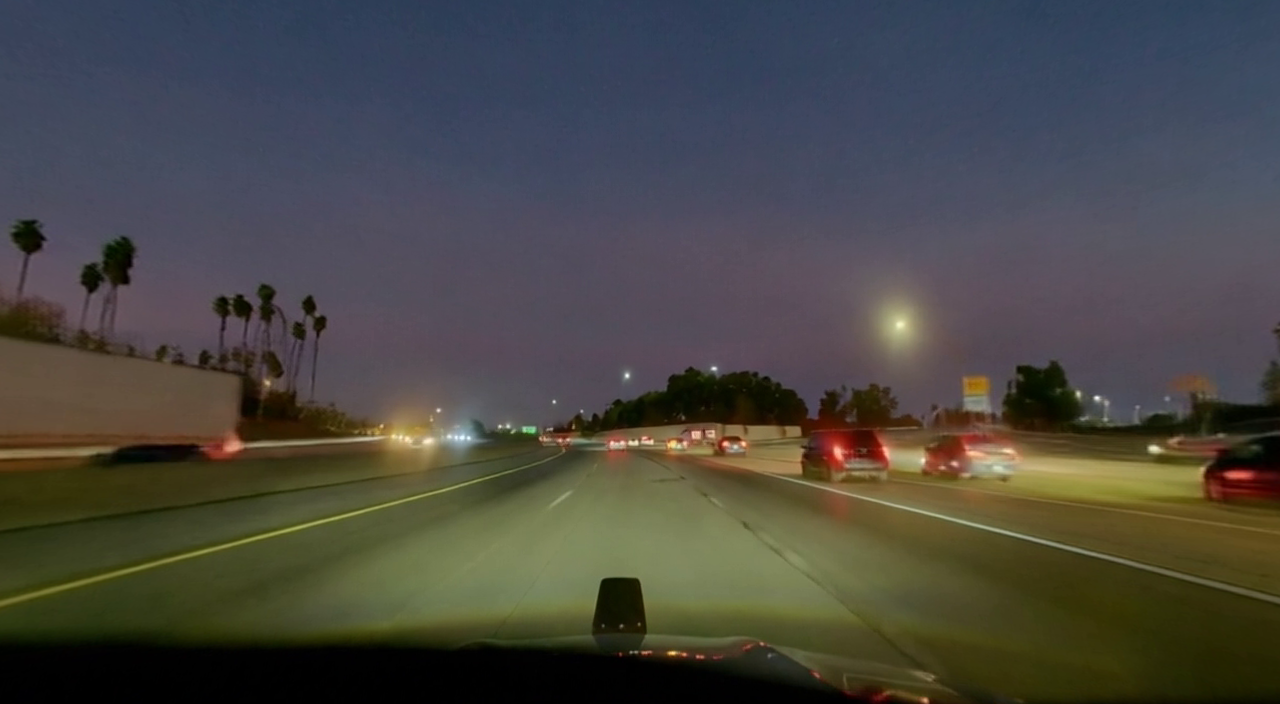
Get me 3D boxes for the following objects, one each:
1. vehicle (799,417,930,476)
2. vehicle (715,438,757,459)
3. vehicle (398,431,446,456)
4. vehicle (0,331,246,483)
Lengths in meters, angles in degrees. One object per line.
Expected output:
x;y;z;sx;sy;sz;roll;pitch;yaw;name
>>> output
8.479;3.692;24.811;2.622;1.977;6.537;0;-8;-1;vehicle
6.988;7.080;46.275;2.110;1.481;4.511;0;-8;-4;vehicle
-15.905;6.693;46.293;2.019;1.712;4.612;0;-8;-2;vehicle
-19.317;1.942;20.304;2.881;4.181;16.486;0;-8;-1;vehicle
